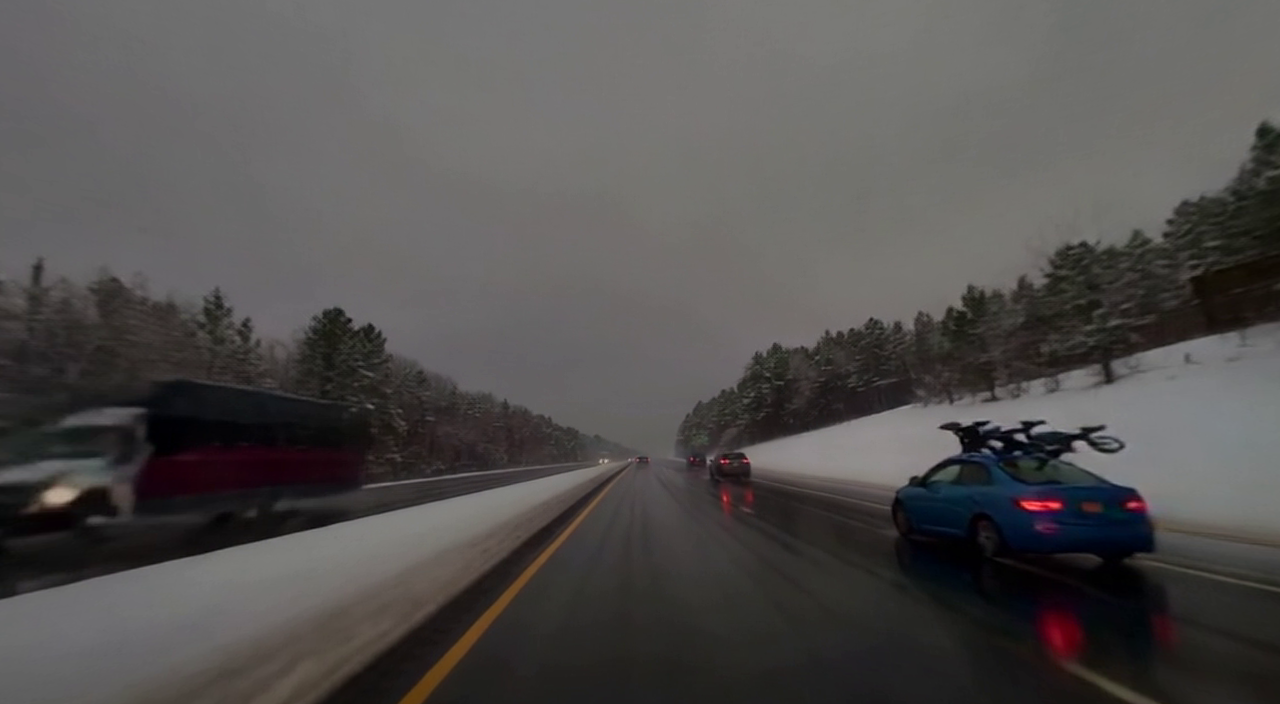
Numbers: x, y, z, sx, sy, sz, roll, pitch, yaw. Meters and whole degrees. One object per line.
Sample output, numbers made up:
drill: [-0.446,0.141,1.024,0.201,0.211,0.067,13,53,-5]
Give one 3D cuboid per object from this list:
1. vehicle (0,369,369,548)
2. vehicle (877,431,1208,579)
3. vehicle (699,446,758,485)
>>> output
vehicle: [-12.487,3.109,19.142,3.046,3.630,12.421,0,-9,0]
vehicle: [4.913,1.884,8.489,1.964,1.513,3.707,0,-9,0]
vehicle: [4.113,5.362,30.047,2.122,1.662,4.392,0,-9,0]
